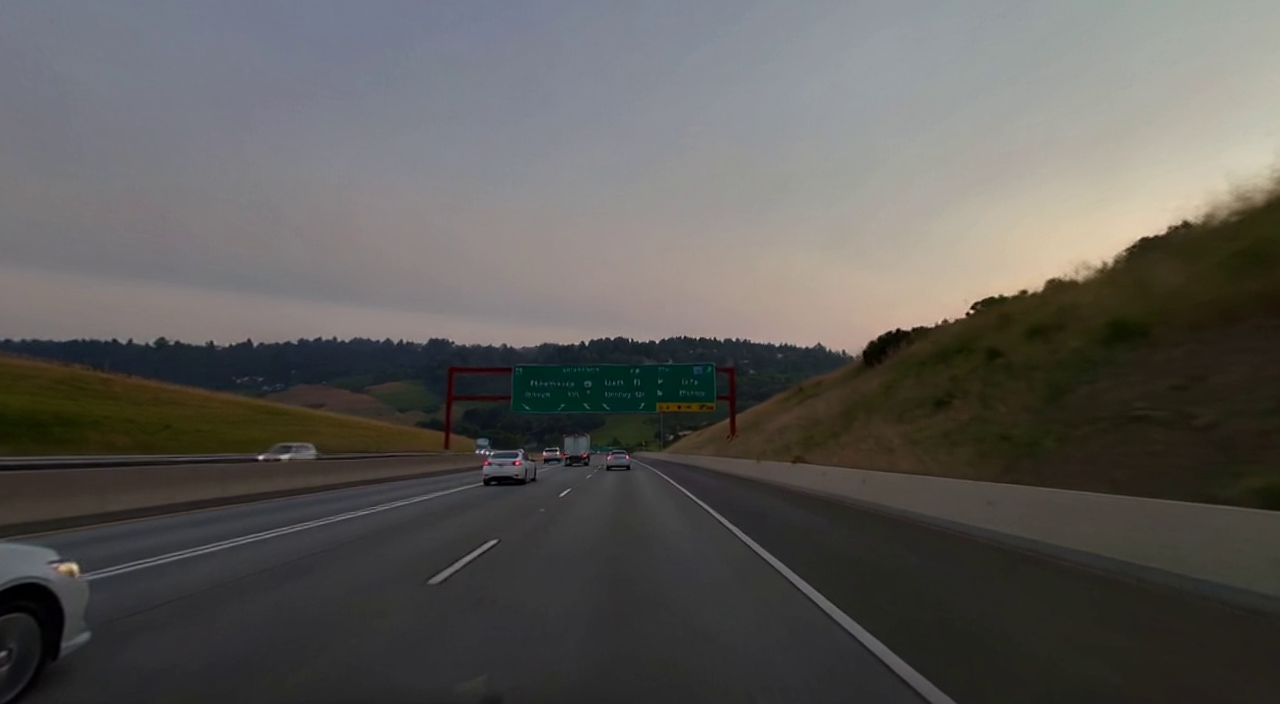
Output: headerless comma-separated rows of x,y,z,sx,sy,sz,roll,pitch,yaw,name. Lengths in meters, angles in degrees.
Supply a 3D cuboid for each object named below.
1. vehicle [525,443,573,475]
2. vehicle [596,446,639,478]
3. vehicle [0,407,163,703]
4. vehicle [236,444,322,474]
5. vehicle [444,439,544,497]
-4.960,5.876,34.840,2.118,1.624,4.032,0,-9,-1,vehicle
-1.129,5.418,31.402,1.988,1.440,4.201,0,-9,-2,vehicle
-3.928,0.853,1.886,1.892,1.492,3.940,0,-9,0,vehicle
-19.207,5.707,33.810,2.086,1.473,4.371,0,-9,-1,vehicle
-4.474,3.622,20.099,2.208,1.619,4.162,0,-9,0,vehicle
